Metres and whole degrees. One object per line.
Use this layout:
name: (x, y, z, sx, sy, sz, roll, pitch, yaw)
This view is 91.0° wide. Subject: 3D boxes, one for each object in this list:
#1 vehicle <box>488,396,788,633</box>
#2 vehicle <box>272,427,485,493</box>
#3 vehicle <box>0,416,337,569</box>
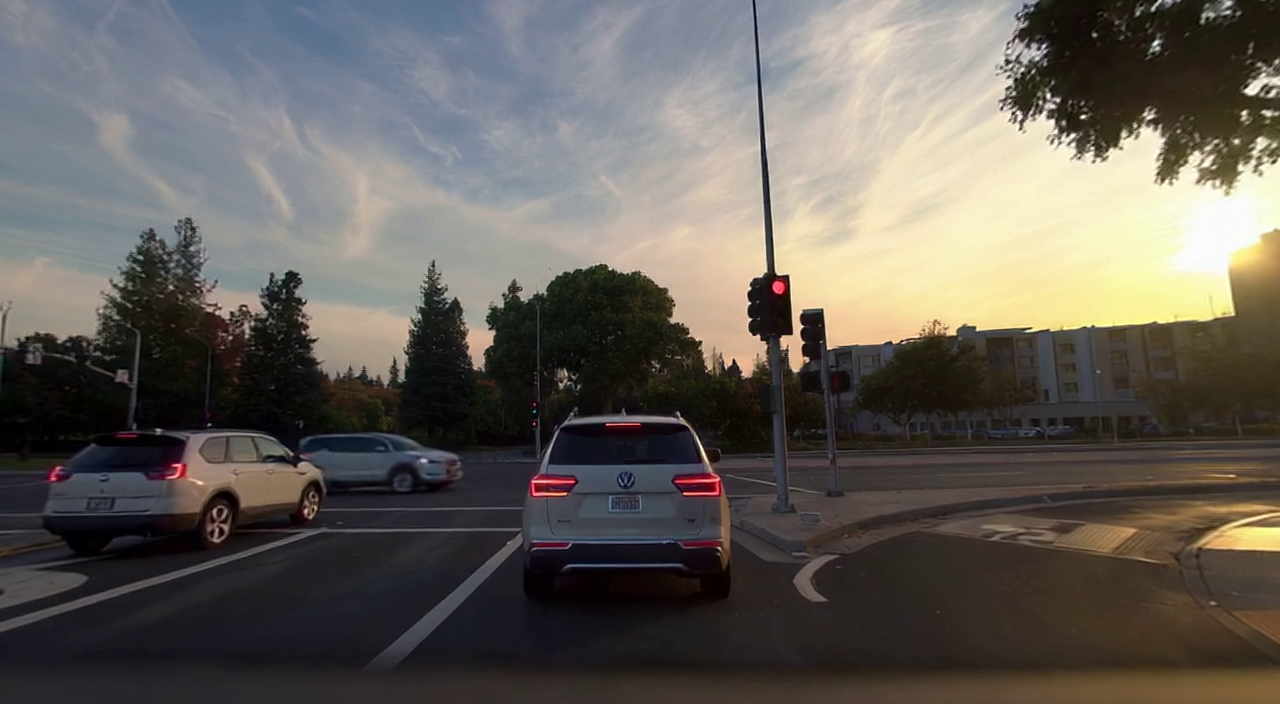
vehicle: (-0.162, 1.466, 6.672, 2.154, 1.670, 4.140, 1, -9, -5)
vehicle: (-7.889, 3.283, 19.288, 5.623, 1.843, 2.147, -1, -9, 8)
vehicle: (-6.395, 1.904, 9.295, 2.020, 1.695, 4.187, 1, -9, -5)
